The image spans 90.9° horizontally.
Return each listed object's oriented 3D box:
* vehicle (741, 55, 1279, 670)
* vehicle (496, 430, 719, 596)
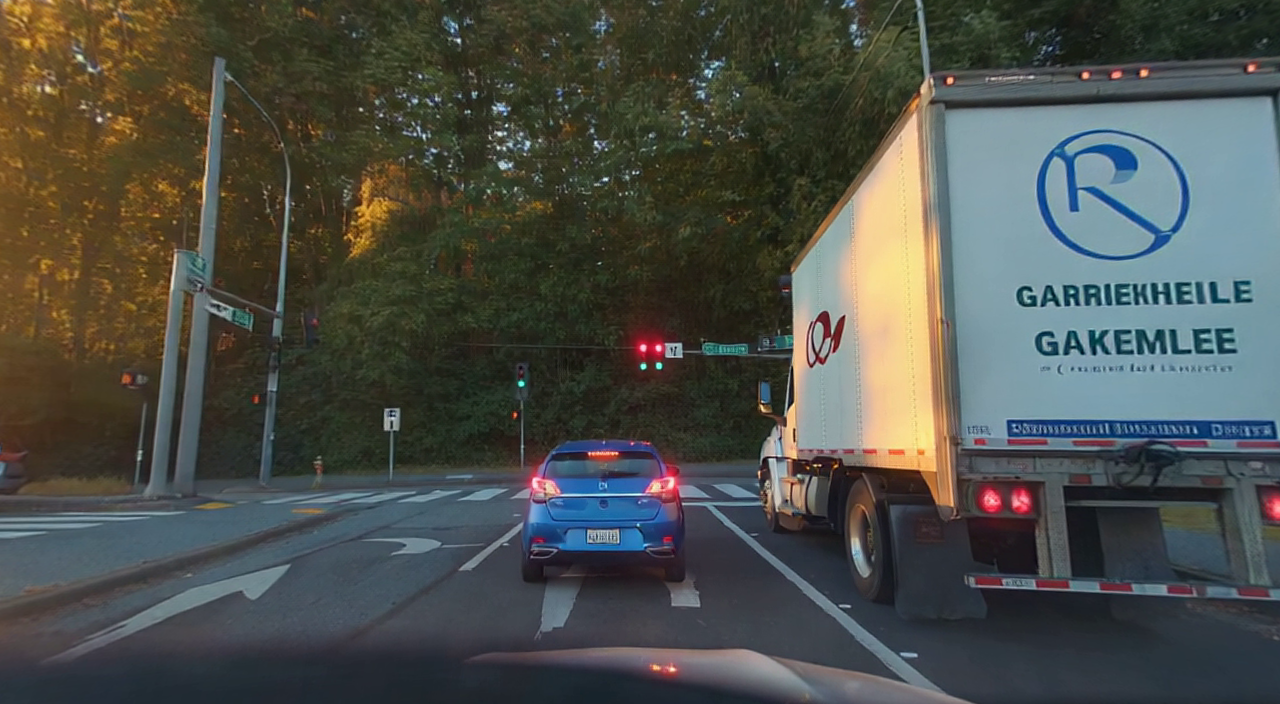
[{"bbox_3d":[3.525,0.677,8.645,2.884,3.753,9.763,0,-9,2],"label":"vehicle"},{"bbox_3d":[-0.328,1.706,7.428,1.975,1.457,3.526,0,-9,-1],"label":"vehicle"}]
